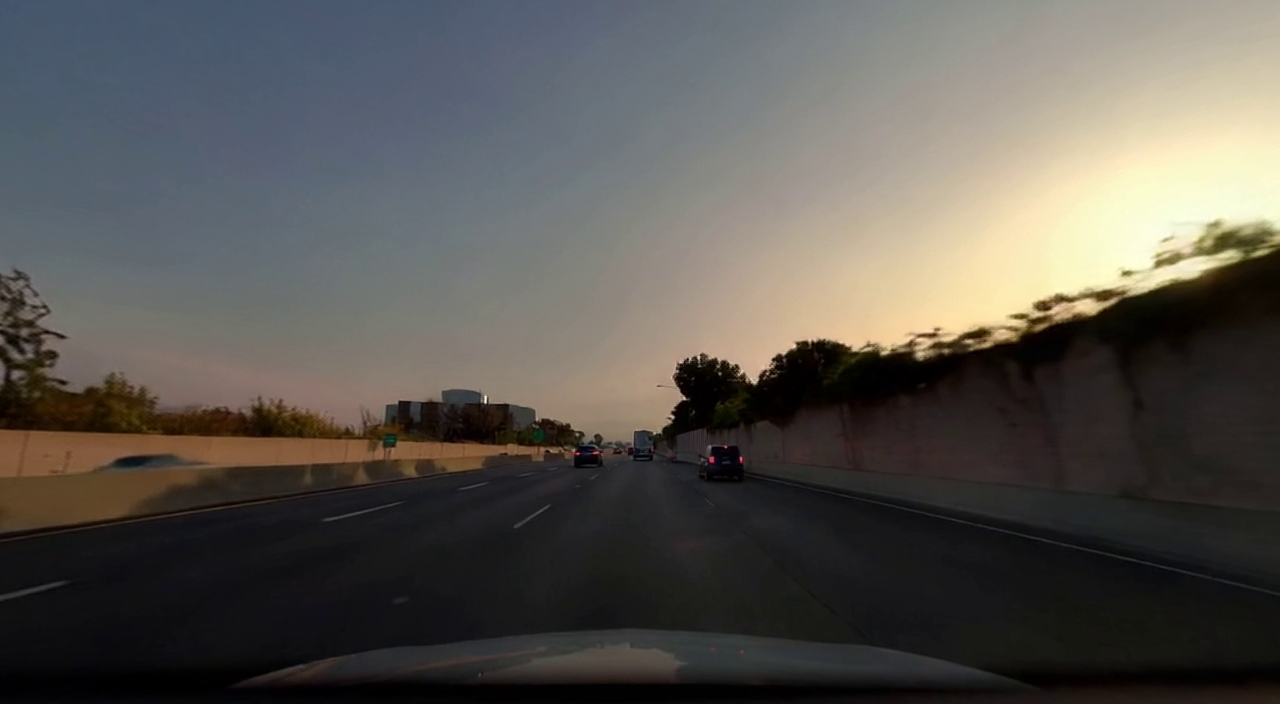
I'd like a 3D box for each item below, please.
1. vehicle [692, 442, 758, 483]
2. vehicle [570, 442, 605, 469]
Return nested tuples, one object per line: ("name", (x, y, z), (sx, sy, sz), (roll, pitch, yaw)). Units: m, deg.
("vehicle", (3.428, 4.563, 26.238), (1.973, 1.536, 4.337), (0, -9, -2))
("vehicle", (-3.611, 7.255, 44.296), (2.014, 1.811, 4.369), (0, -9, 1))
